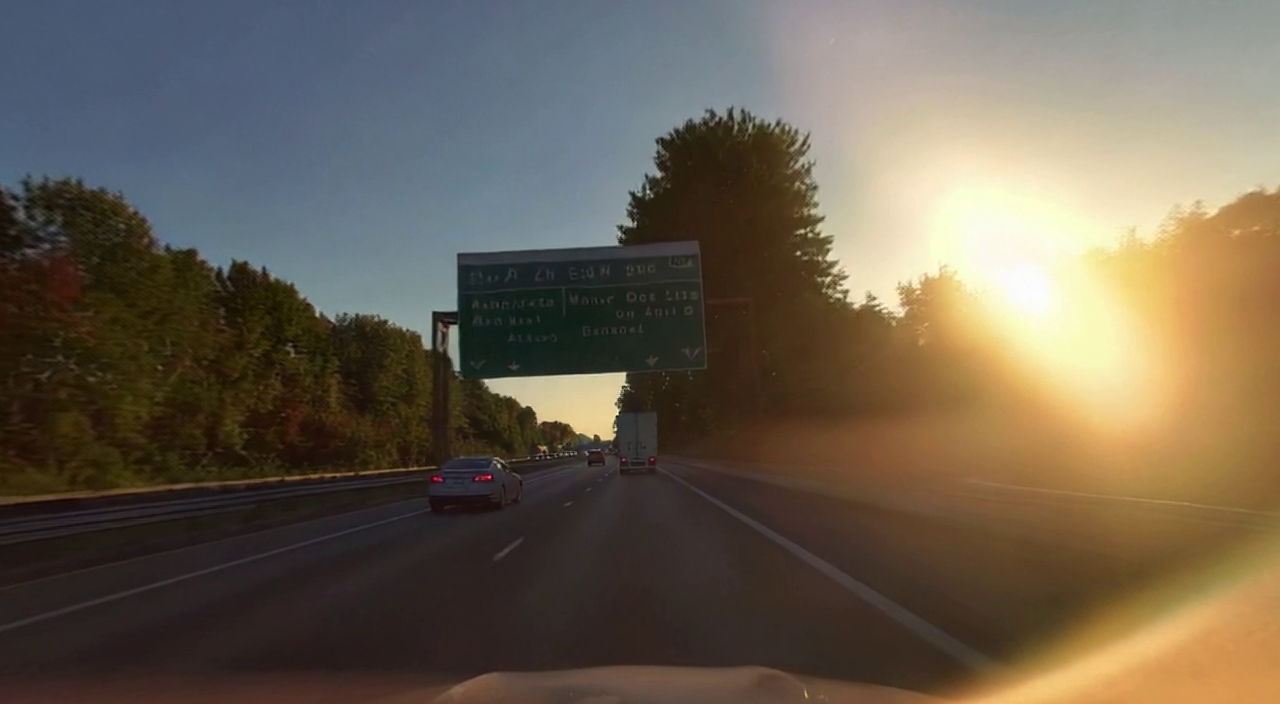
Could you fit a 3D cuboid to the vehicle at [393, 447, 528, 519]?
[{"bbox_3d":[-4.097,3.048,15.212,1.968,1.460,4.227,0,-9,1],"label":"vehicle"}]
